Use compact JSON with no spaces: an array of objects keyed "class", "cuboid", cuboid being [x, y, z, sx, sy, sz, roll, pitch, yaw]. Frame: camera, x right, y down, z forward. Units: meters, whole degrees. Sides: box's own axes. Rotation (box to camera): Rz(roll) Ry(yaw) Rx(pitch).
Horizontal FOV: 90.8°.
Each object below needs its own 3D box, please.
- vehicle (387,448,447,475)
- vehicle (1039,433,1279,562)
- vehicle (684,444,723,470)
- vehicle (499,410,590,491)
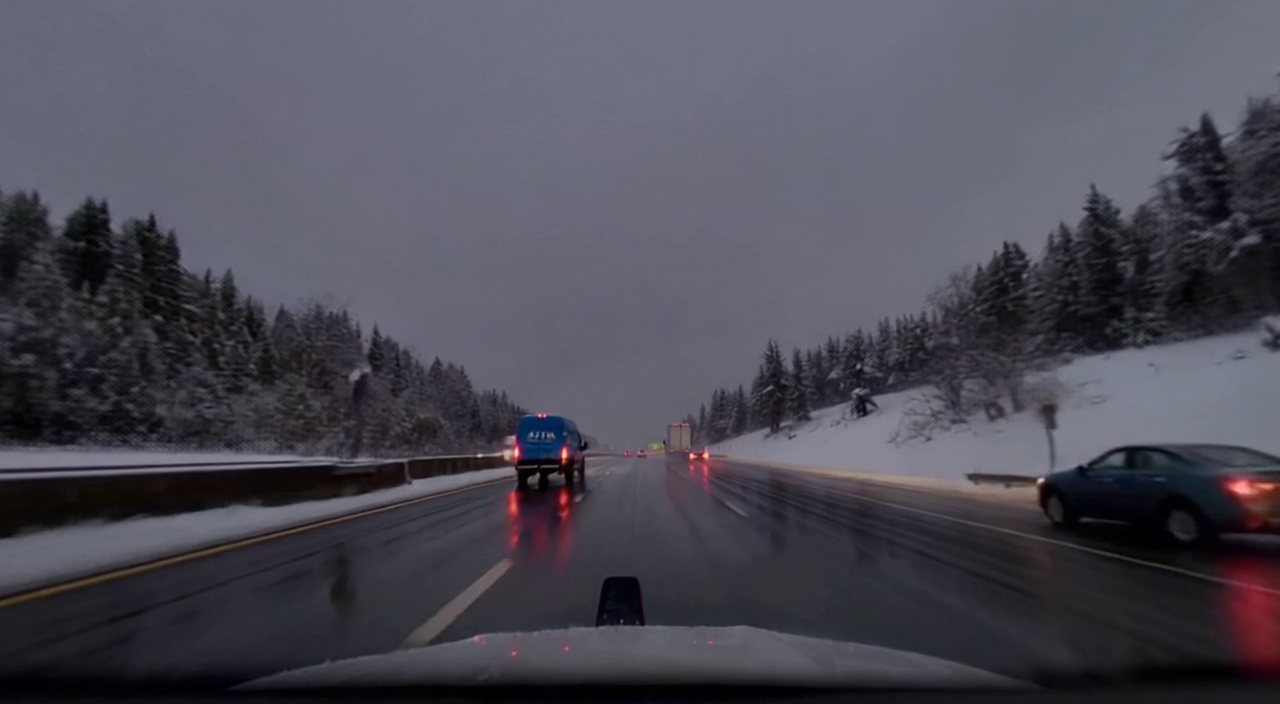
[{"class":"vehicle","cuboid":[-12.930,6.373,36.884,1.842,1.474,4.473,0,-9,0]},{"class":"vehicle","cuboid":[8.343,1.995,9.285,1.838,1.490,4.460,0,-9,-3]},{"class":"vehicle","cuboid":[4.186,7.024,42.410,2.066,1.638,4.158,0,-9,-1]},{"class":"vehicle","cuboid":[-3.399,3.757,24.199,2.380,2.648,6.879,0,-9,0]}]
